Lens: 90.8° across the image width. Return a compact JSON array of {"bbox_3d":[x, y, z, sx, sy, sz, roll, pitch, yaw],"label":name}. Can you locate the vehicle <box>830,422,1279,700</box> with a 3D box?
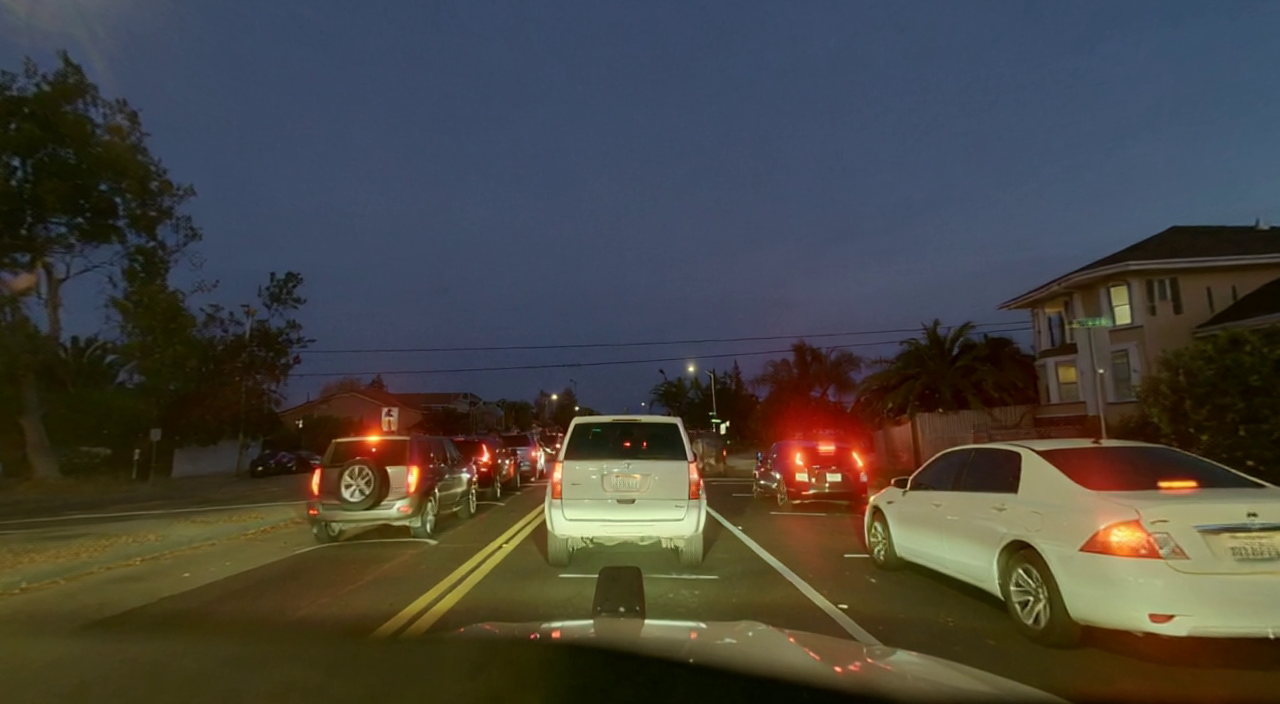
[{"bbox_3d":[3.471,1.465,5.772,1.977,1.480,4.589,0,-8,-1],"label":"vehicle"}]

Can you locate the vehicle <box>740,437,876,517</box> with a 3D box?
[{"bbox_3d":[3.480,2.643,13.888,1.880,1.476,3.932,0,-8,0],"label":"vehicle"}]

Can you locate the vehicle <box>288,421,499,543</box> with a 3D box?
[{"bbox_3d":[-3.724,2.026,10.514,1.864,1.576,4.324,0,-8,-2],"label":"vehicle"}]

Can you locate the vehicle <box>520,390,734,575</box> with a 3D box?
[{"bbox_3d":[-0.213,1.629,8.616,2.164,1.867,4.254,0,-8,-2],"label":"vehicle"}]
